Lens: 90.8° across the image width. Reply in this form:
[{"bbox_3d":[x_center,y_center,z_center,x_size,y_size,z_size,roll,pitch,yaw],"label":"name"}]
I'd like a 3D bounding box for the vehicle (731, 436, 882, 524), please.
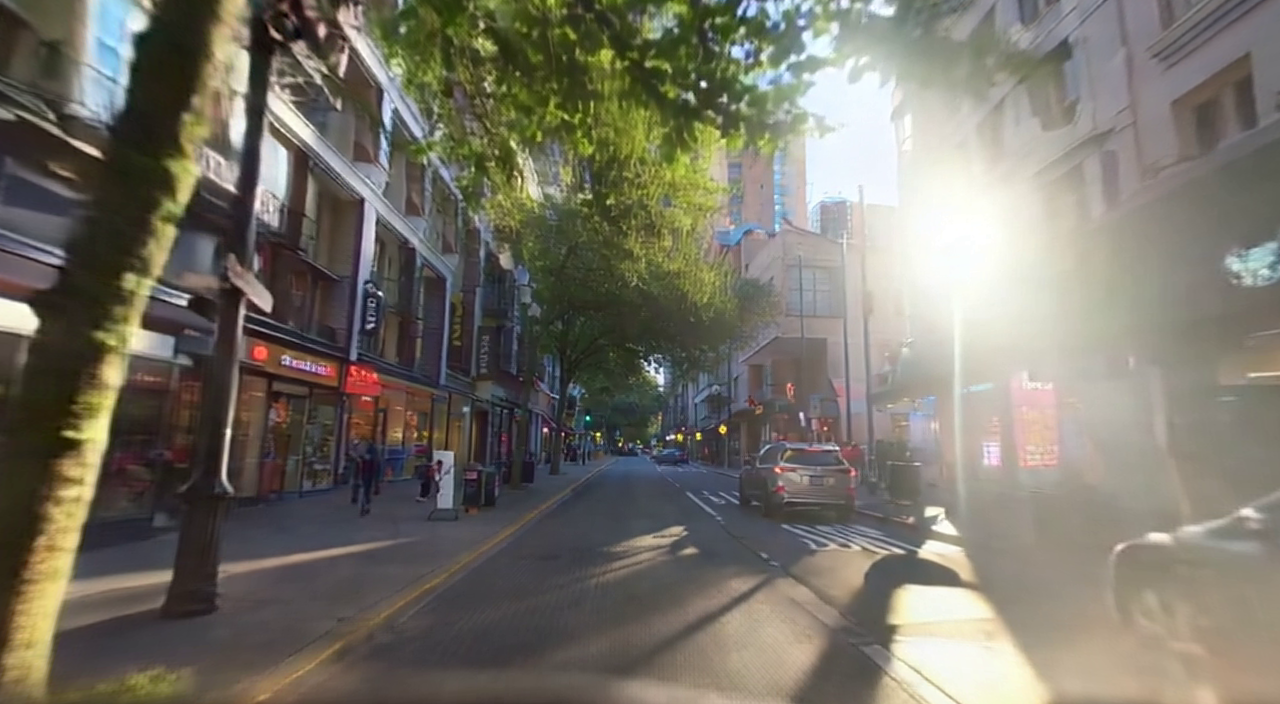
[{"bbox_3d":[3.313,2.647,13.603,1.971,1.559,4.326,0,-9,-1],"label":"vehicle"}]

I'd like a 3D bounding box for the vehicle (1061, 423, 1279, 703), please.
[{"bbox_3d":[3.995,0.953,2.154,1.977,1.478,4.458,0,-9,-1],"label":"vehicle"}]
